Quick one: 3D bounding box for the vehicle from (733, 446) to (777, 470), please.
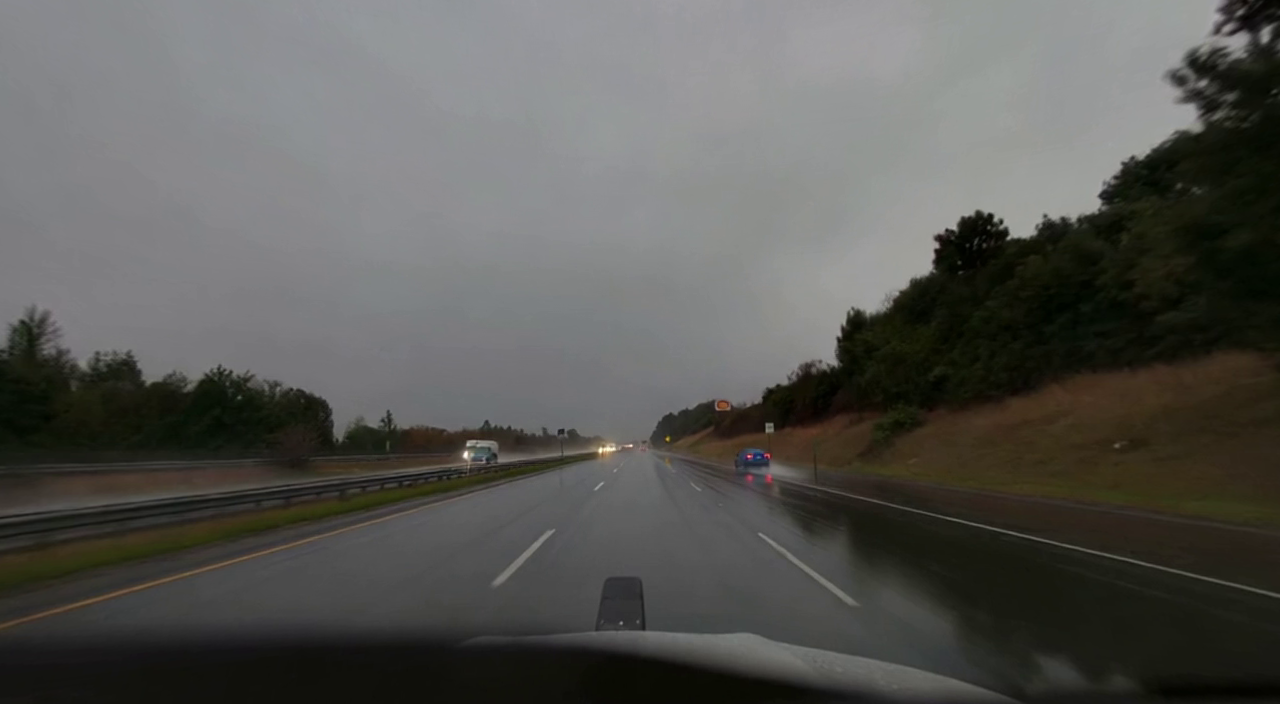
[{"bbox_3d":[7.466,6.917,41.336,1.967,1.472,3.751,0,-9,-3],"label":"vehicle"}]
